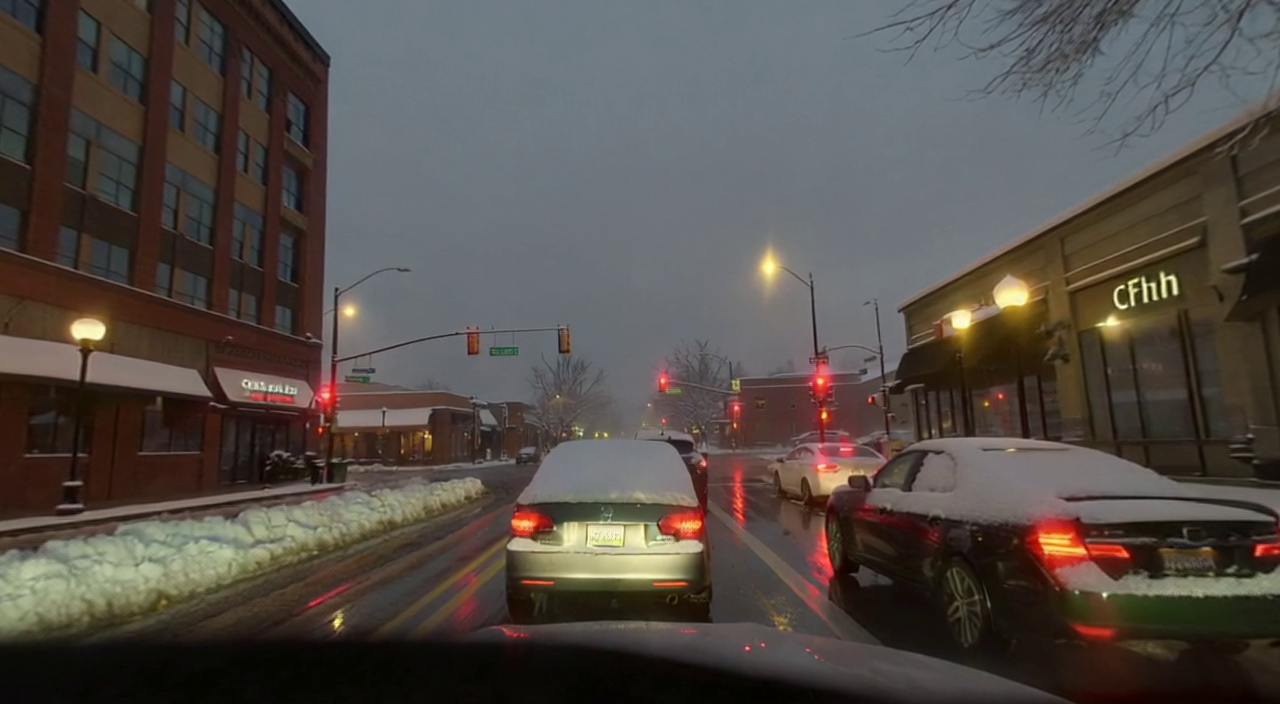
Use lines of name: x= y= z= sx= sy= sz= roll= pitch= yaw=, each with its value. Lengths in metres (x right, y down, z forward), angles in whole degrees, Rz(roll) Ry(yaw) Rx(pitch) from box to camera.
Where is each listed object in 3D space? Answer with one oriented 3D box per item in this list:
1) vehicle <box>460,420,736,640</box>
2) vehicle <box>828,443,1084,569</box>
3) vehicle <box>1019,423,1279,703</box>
vehicle: x=-0.283 y=1.495 z=6.238 sx=1.888 sy=1.489 sz=3.703 roll=0 pitch=-8 yaw=0
vehicle: x=4.537 y=2.214 z=10.042 sx=1.912 sy=1.505 sz=4.618 roll=-1 pitch=-8 yaw=4
vehicle: x=3.178 y=0.830 z=1.106 sx=2.006 sy=1.496 sz=4.767 roll=0 pitch=-9 yaw=-1
